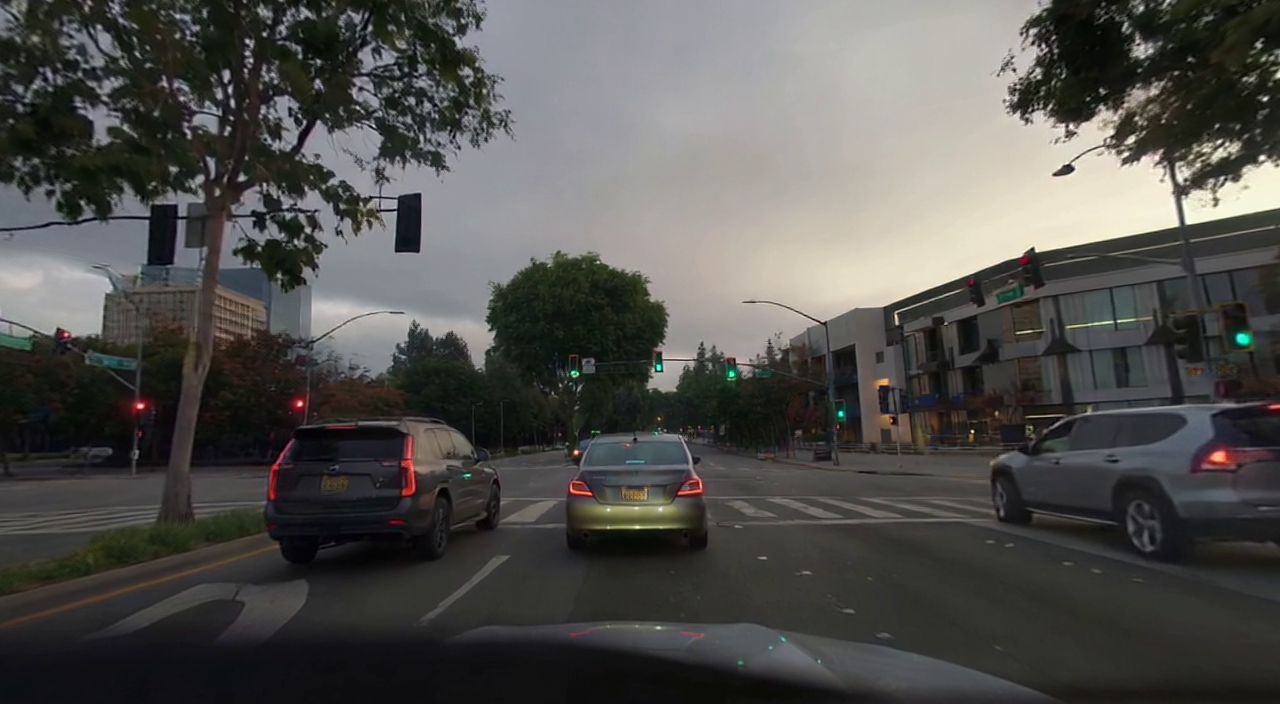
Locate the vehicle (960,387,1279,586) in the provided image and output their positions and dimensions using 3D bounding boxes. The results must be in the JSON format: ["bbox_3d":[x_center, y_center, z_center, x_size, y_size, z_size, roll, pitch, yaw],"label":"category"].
[{"bbox_3d":[6.750,1.631,8.537,2.079,1.828,5.323,0,-8,0],"label":"vehicle"}]

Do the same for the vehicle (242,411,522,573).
[{"bbox_3d":[-3.184,1.825,9.036,2.081,1.719,4.434,0,-8,0],"label":"vehicle"}]

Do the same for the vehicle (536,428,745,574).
[{"bbox_3d":[0.019,1.855,8.628,2.190,1.522,3.850,0,-8,0],"label":"vehicle"}]
